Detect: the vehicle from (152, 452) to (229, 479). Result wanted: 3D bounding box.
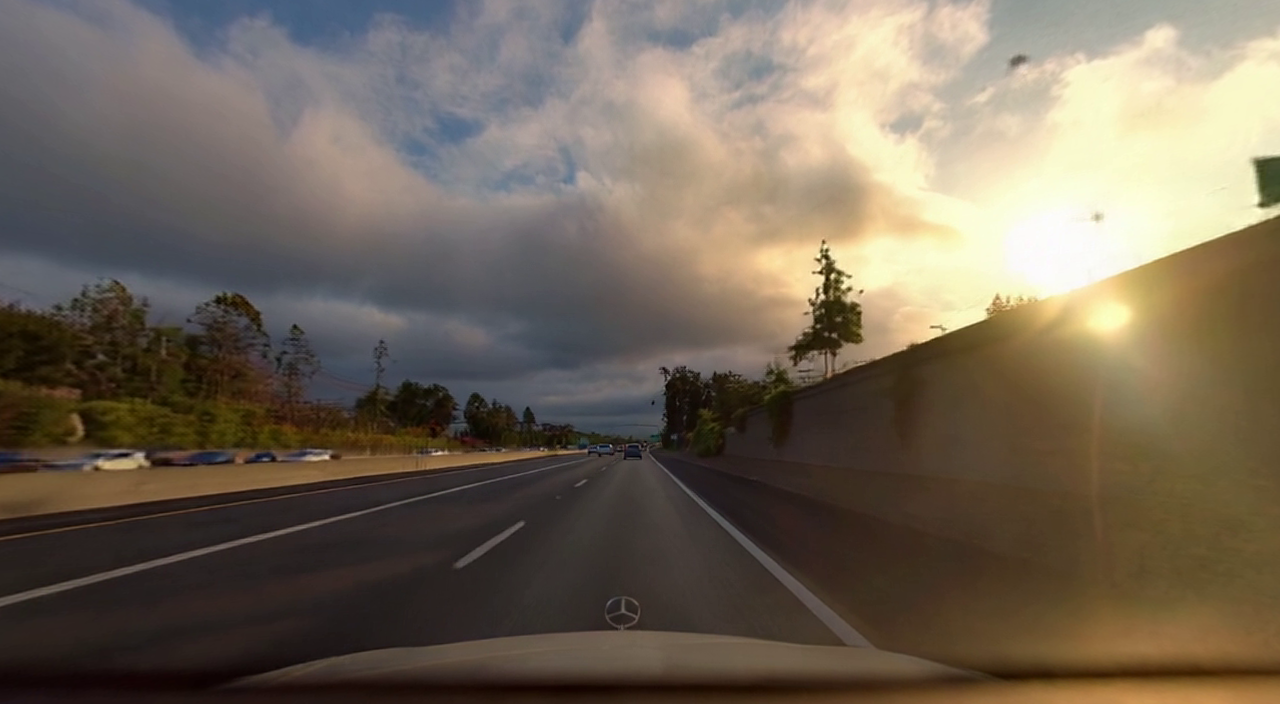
[{"bbox_3d":[-33.718,8.501,47.433,2.018,1.811,4.943,0,-9,1],"label":"vehicle"}]

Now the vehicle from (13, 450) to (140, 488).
[{"bbox_3d":[-29.679,6.154,33.450,2.146,1.840,4.934,0,-9,0],"label":"vehicle"}]

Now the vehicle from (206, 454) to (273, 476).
[{"bbox_3d":[-29.600,8.339,46.709,1.862,1.517,4.693,0,-9,0],"label":"vehicle"}]

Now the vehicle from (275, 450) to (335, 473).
[{"bbox_3d":[-25.697,8.358,48.496,1.995,1.653,4.667,0,-9,0],"label":"vehicle"}]
